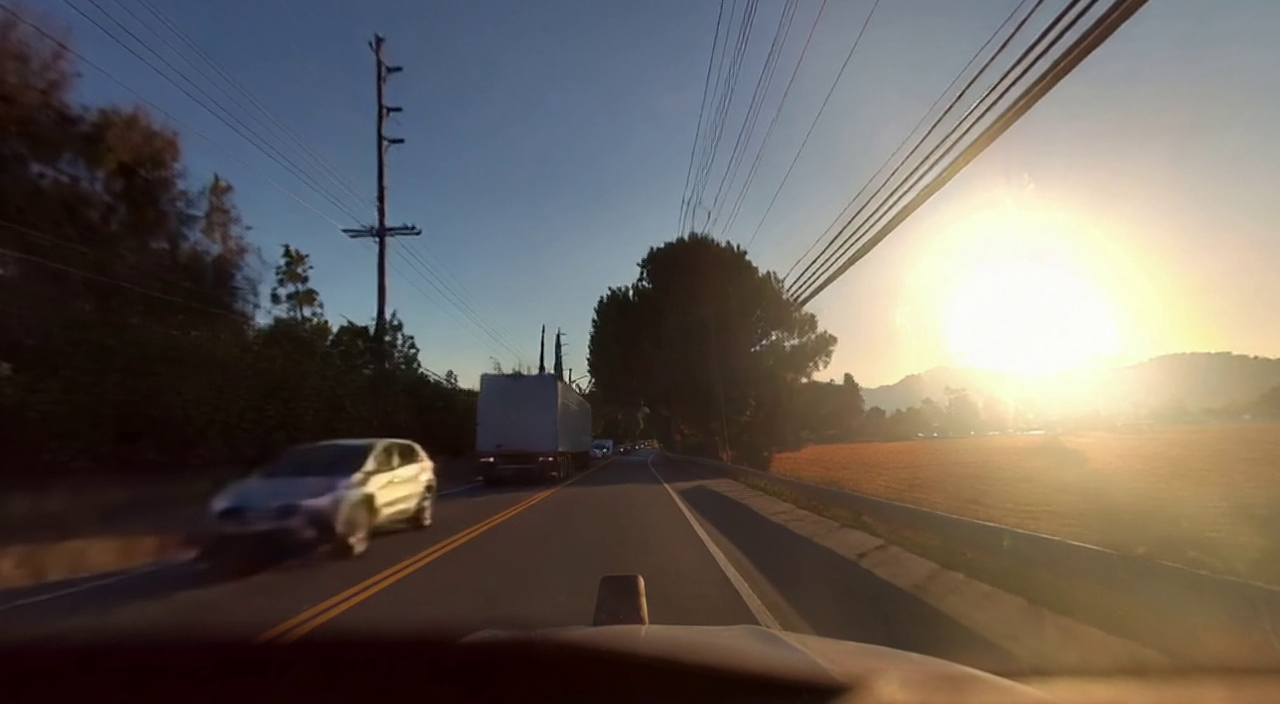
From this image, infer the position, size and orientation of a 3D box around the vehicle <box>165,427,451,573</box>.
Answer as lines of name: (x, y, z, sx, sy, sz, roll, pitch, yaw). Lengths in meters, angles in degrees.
vehicle: (-4.685, 2.089, 9.910, 2.100, 1.664, 4.451, -2, -8, 0)

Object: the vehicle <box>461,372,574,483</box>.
vehicle: (-4.810, 3.293, 26.365, 3.544, 4.103, 5.897, 0, -10, -1)
